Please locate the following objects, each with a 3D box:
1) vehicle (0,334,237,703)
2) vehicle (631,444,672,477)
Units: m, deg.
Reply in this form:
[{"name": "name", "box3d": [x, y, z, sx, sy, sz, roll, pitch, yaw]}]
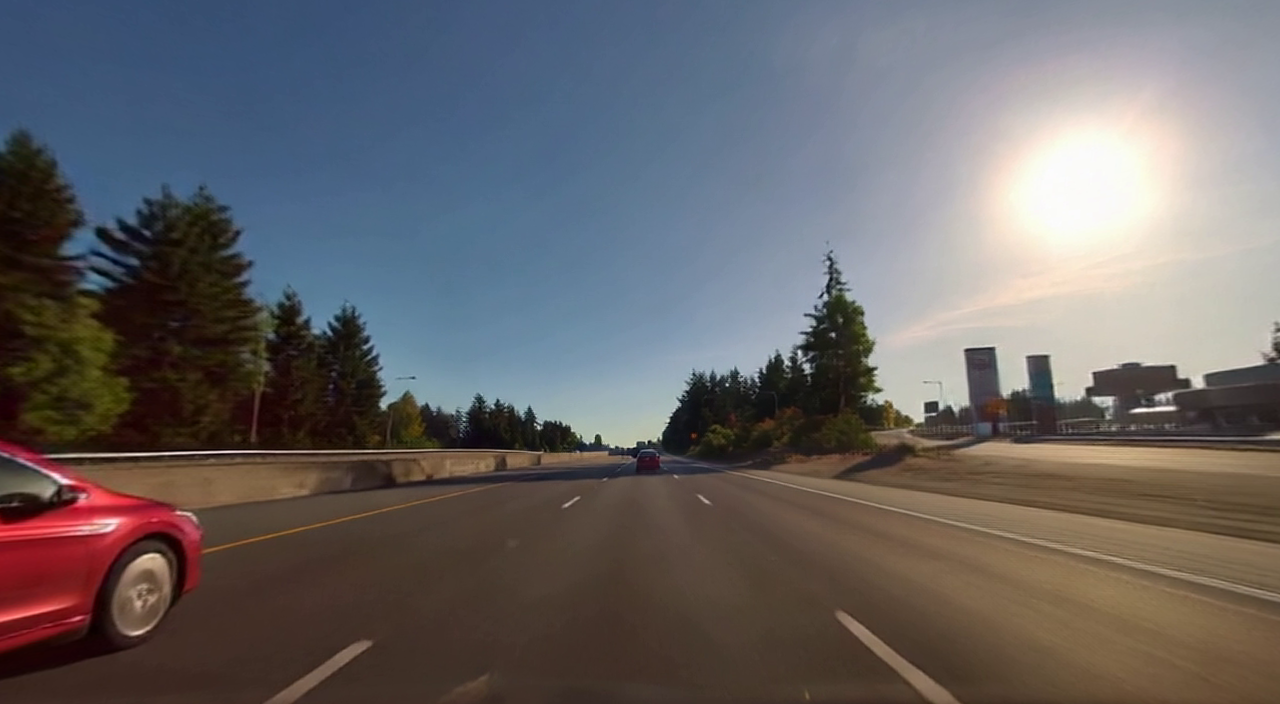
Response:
[{"name": "vehicle", "box3d": [-3.894, 0.714, 1.984, 2.139, 1.804, 4.611, 0, -9, 0]}, {"name": "vehicle", "box3d": [0.612, 6.032, 35.173, 2.087, 1.682, 4.388, 0, -9, 0]}]
